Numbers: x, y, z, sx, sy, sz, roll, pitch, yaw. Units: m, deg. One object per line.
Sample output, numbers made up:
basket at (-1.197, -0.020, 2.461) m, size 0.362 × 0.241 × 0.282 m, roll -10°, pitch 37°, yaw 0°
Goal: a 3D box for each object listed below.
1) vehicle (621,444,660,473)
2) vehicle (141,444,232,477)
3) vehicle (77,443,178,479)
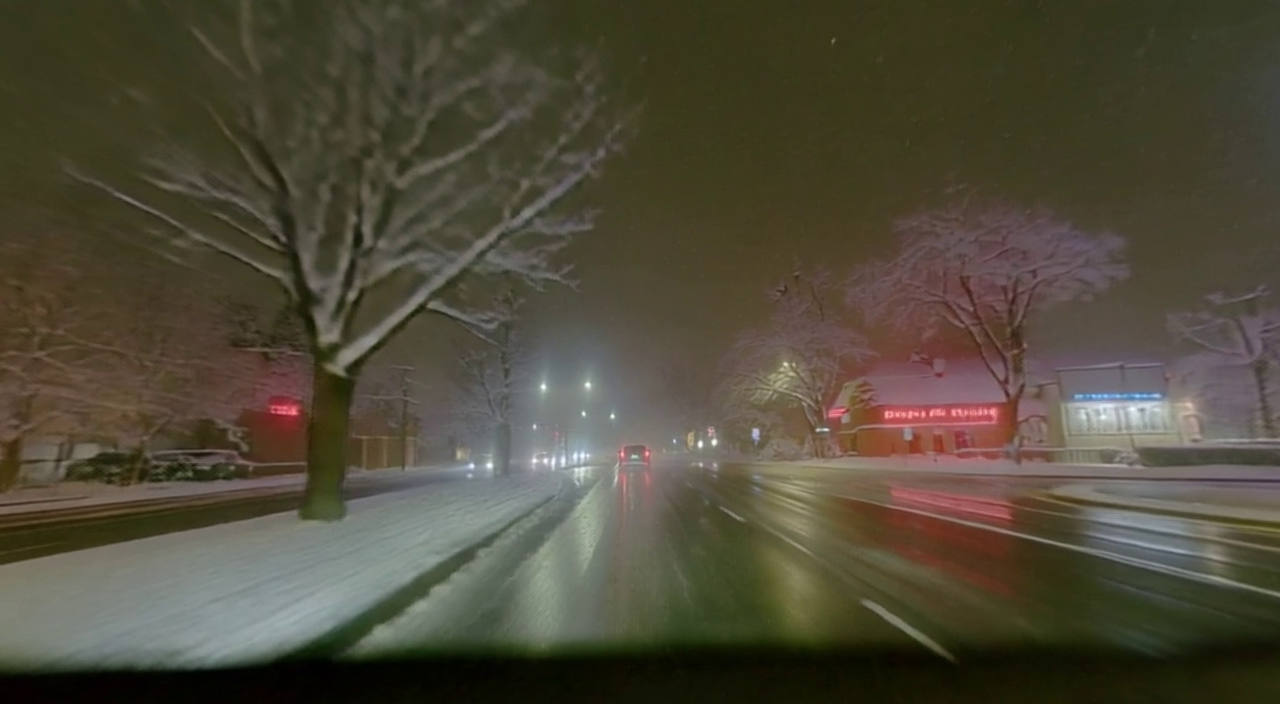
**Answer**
vehicle at (-0.014, 5.707, 34.048) m, size 1.998 × 1.452 × 3.773 m, roll 0°, pitch -9°, yaw -2°
vehicle at (-28.181, 6.726, 39.353) m, size 2.191 × 1.947 × 5.156 m, roll 1°, pitch -9°, yaw -5°
vehicle at (-31.461, 6.669, 38.899) m, size 2.155 × 2.023 × 5.077 m, roll 0°, pitch -9°, yaw -4°
